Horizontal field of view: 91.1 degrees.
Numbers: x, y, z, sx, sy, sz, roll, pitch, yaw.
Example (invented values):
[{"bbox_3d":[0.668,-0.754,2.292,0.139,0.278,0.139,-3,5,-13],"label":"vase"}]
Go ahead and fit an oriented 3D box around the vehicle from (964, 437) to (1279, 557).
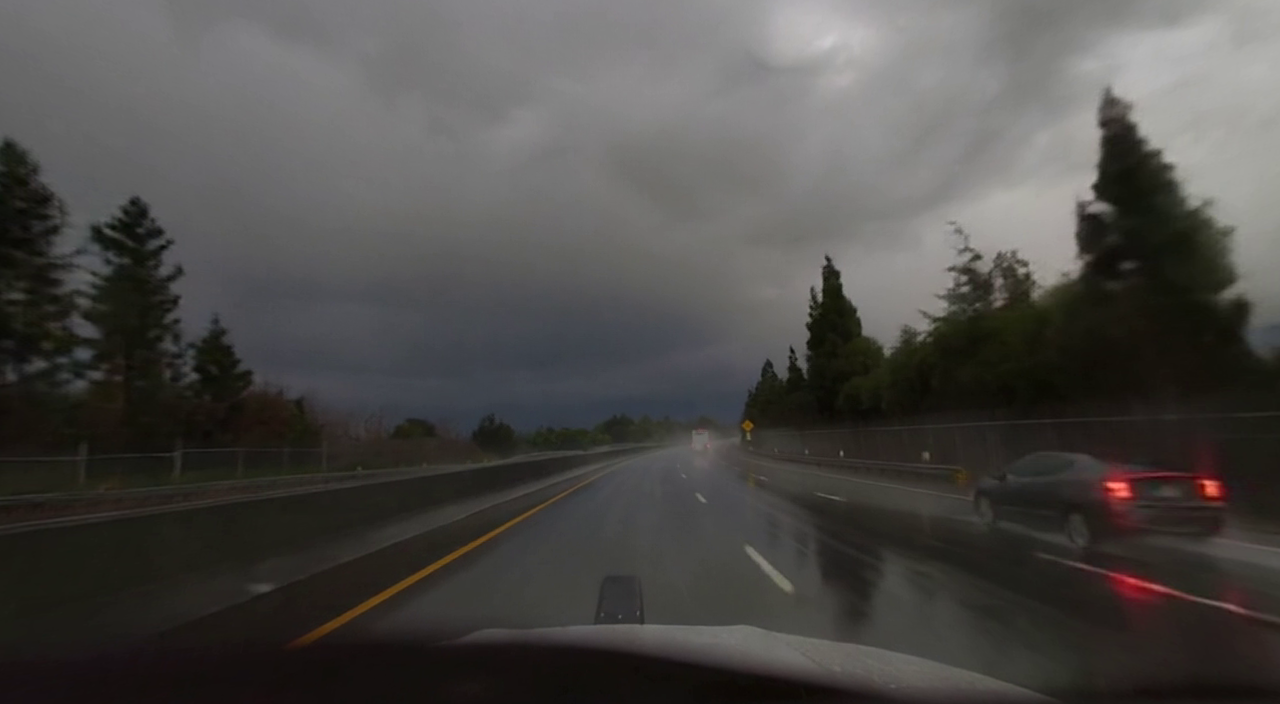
[{"bbox_3d":[7.549,2.185,10.299,1.983,1.486,4.545,0,-9,-1],"label":"vehicle"}]
